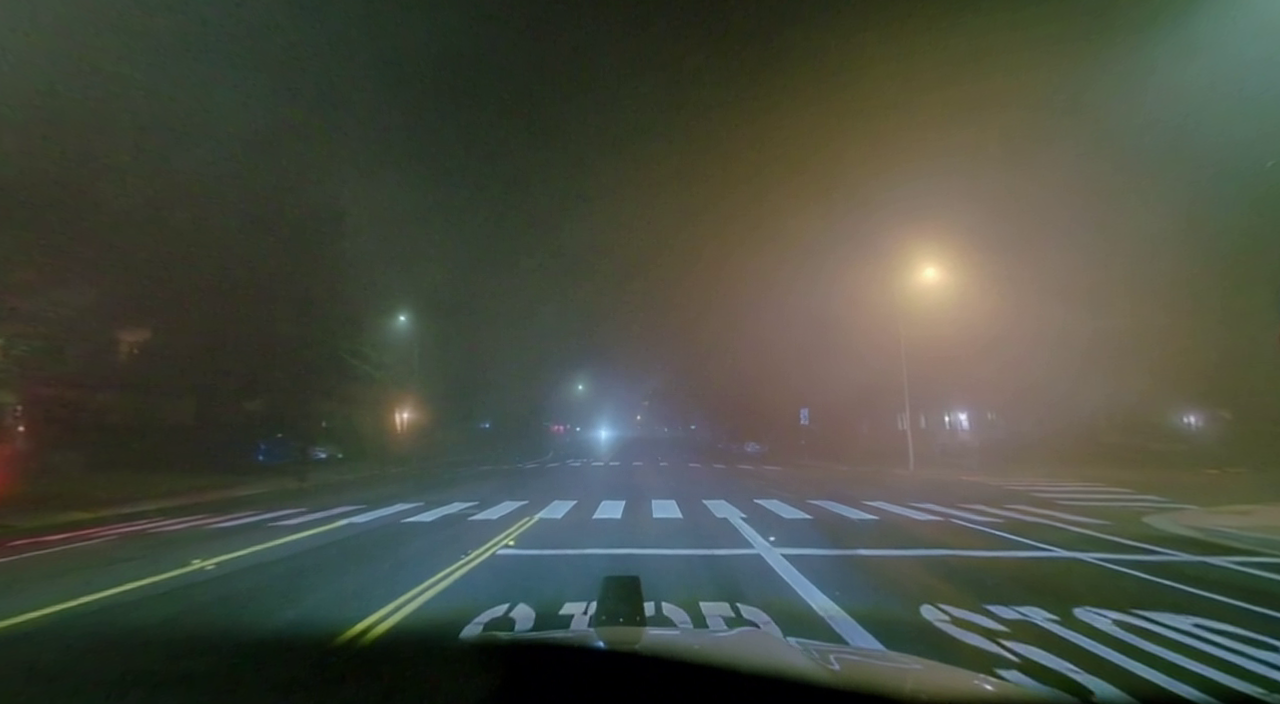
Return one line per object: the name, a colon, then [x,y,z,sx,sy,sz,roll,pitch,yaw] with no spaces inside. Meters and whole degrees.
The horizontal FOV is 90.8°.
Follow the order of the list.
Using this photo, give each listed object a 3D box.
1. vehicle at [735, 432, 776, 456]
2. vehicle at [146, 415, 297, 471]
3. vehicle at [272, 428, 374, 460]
vehicle: [7.956,6.415,43.813,2.029,1.554,4.705,0,-9,1]
vehicle: [-17.959,3.930,27.325,4.800,2.259,2.303,0,-9,-1]
vehicle: [-17.994,5.267,36.035,4.743,1.734,1.994,0,-9,0]
